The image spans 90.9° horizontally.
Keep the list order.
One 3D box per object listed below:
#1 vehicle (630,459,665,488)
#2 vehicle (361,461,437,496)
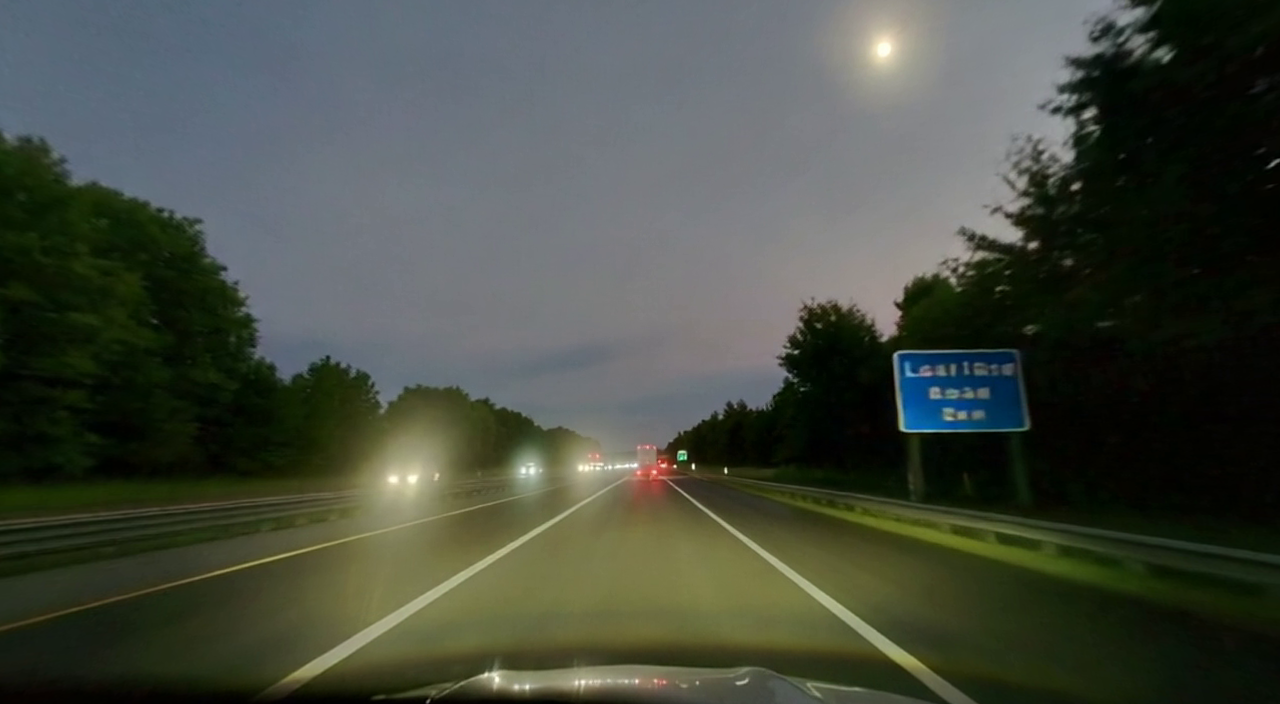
[{"bbox_3d":[0.439,7.691,39.872,2.048,1.663,4.377,1,-10,0],"label":"vehicle"},{"bbox_3d":[-11.257,5.951,29.741,1.894,1.469,3.976,1,-10,1],"label":"vehicle"}]
